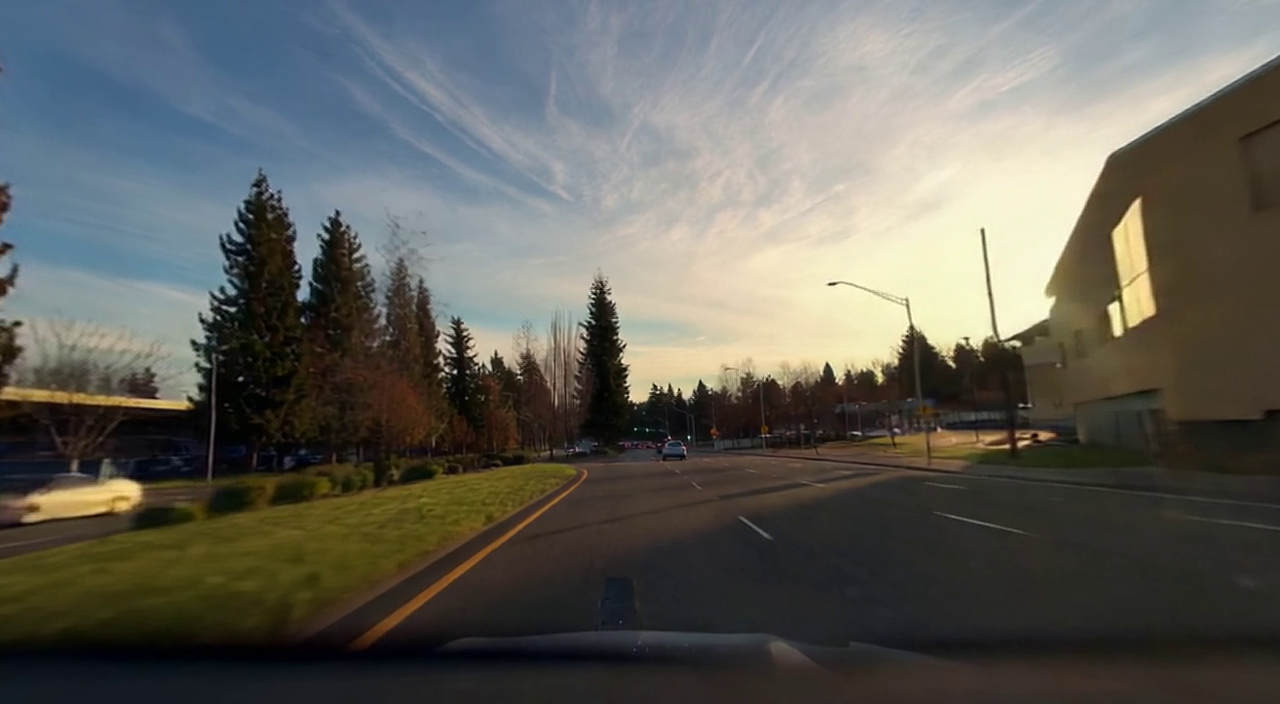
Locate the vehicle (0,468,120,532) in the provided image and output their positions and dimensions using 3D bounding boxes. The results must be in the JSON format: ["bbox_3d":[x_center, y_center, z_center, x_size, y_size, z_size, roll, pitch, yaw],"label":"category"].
[{"bbox_3d":[-17.588,4.108,17.733,1.914,1.524,4.768,0,-8,0],"label":"vehicle"}]
